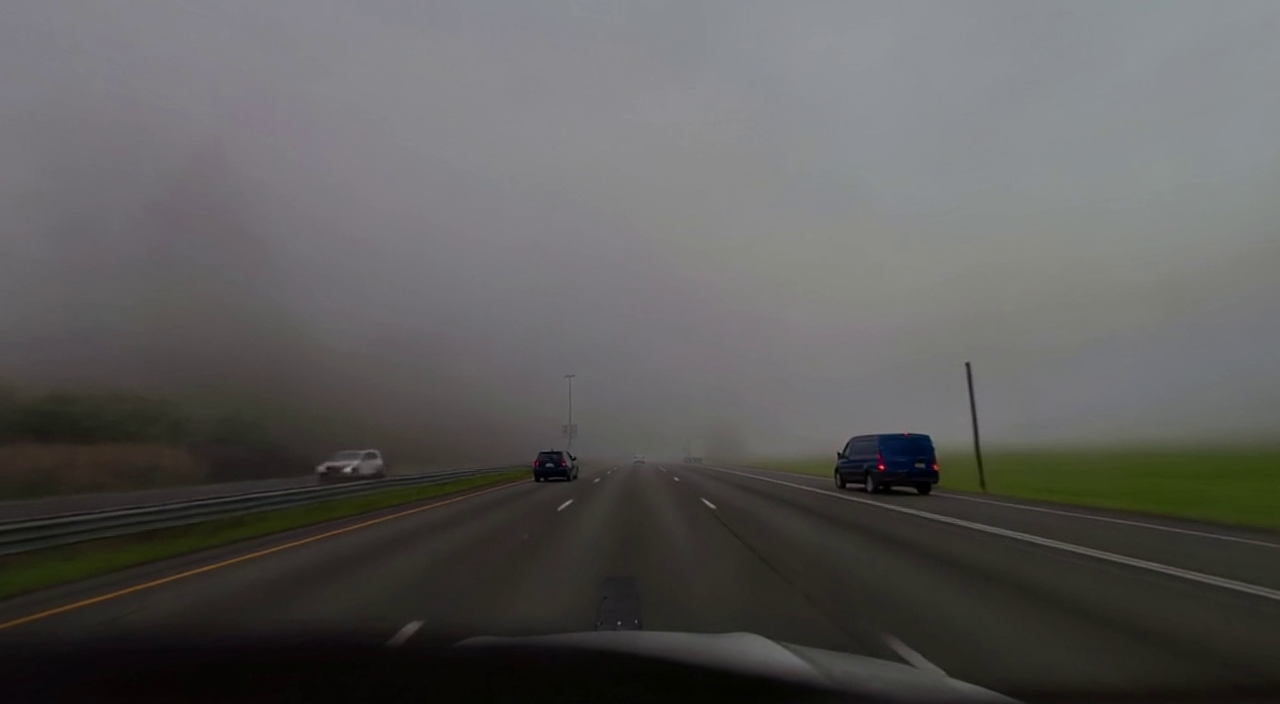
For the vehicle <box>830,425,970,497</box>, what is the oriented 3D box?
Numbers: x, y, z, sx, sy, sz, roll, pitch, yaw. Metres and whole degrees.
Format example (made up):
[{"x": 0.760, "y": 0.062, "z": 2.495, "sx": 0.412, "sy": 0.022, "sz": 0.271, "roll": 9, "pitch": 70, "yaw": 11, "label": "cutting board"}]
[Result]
[{"x": 7.884, "y": 3.357, "z": 19.737, "sx": 2.133, "sy": 1.933, "sz": 4.986, "roll": 0, "pitch": -9, "yaw": -1, "label": "vehicle"}]

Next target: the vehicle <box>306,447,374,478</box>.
[{"x": -15.132, "y": 5.629, "z": 31.928, "sx": 1.719, "sy": 1.389, "sz": 3.700, "roll": -2, "pitch": -10, "yaw": -1, "label": "vehicle"}]

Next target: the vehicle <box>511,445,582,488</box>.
[{"x": -3.615, "y": 4.542, "z": 25.304, "sx": 2.160, "sy": 1.530, "sz": 4.500, "roll": 0, "pitch": -9, "yaw": 0, "label": "vehicle"}]
